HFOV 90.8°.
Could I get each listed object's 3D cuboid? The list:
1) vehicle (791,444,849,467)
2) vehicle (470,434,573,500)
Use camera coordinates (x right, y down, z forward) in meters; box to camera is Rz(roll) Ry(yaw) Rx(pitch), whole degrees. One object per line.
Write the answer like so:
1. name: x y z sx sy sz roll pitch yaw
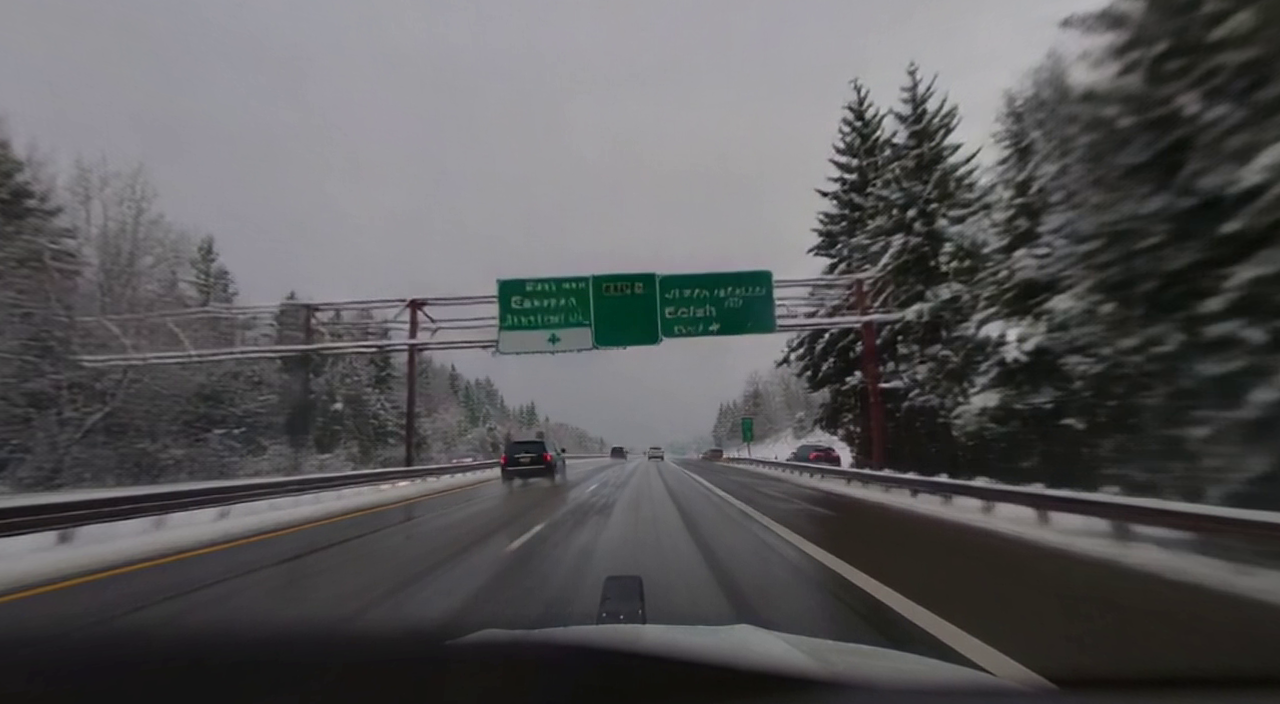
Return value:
1. vehicle: 13.590 7.833 47.827 2.021 1.639 4.203 3 -9 -22
2. vehicle: -3.200 3.212 18.002 2.037 1.638 4.274 0 -8 1
